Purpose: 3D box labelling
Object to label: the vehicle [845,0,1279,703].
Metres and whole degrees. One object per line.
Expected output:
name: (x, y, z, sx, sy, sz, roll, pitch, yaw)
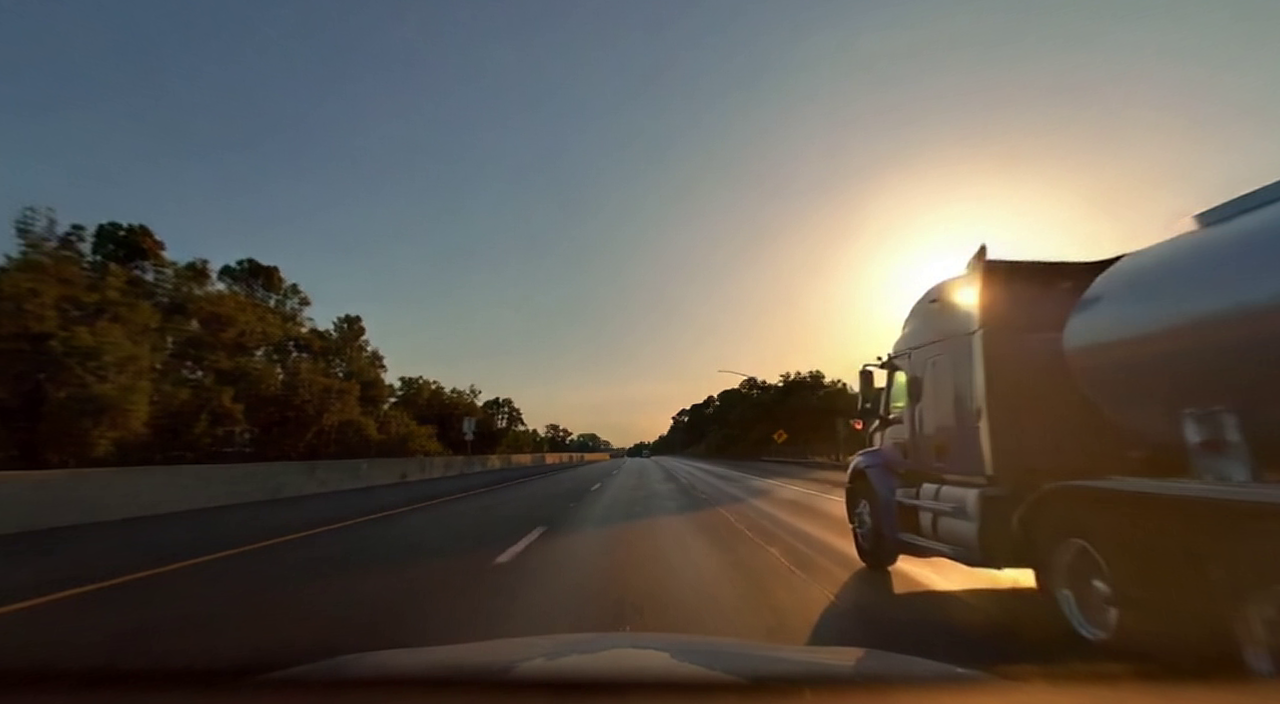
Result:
vehicle: (3.816, -0.002, 2.747, 3.034, 3.651, 8.256, 0, -9, 0)
